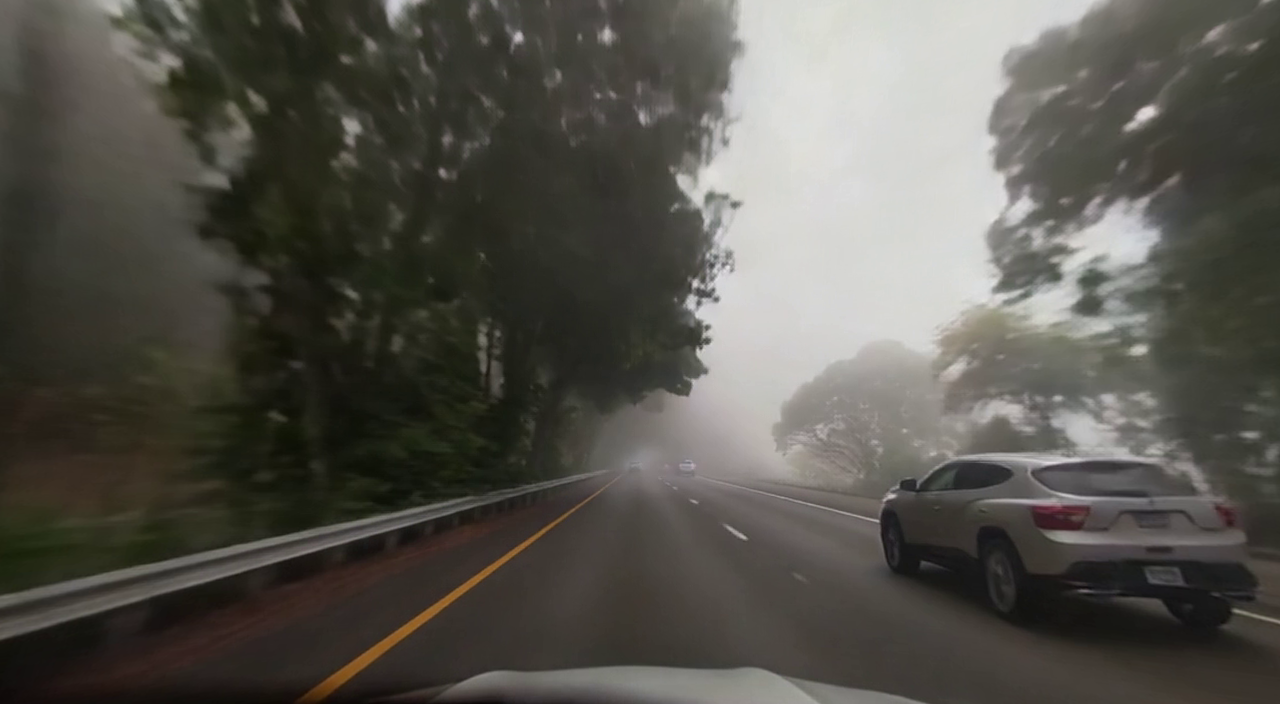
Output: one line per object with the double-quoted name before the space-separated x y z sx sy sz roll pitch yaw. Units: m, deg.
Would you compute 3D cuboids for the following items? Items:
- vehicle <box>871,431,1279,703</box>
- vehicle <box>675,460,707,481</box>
"vehicle" 3.708 1.568 5.559 1.825 1.494 3.959 1 -10 0
"vehicle" 3.948 9.310 49.455 2.156 1.569 3.821 1 -10 -1
